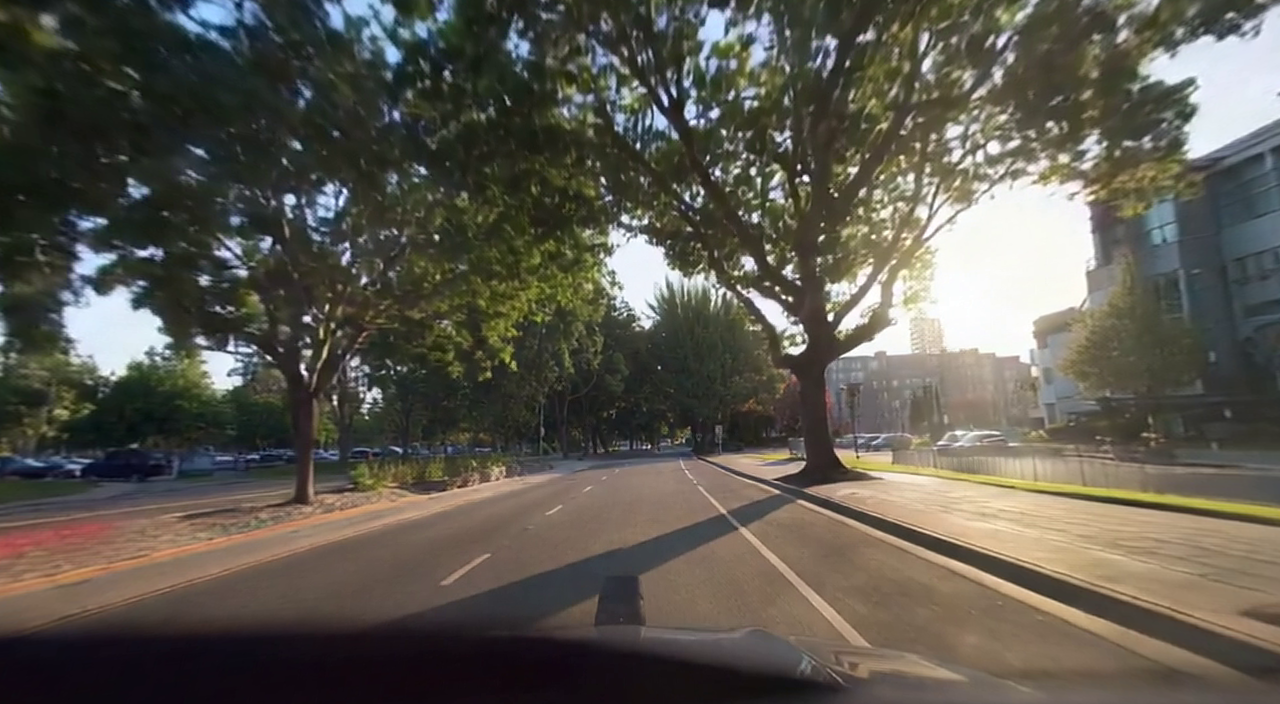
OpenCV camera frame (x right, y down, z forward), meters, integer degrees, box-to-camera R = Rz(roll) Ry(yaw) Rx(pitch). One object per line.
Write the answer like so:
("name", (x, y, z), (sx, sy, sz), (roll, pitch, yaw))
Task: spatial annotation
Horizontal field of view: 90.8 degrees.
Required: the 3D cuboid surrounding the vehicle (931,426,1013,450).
("vehicle", (21.719, 5.634, 41.420), (4.293, 1.473, 1.843), (-1, -6, 3))
